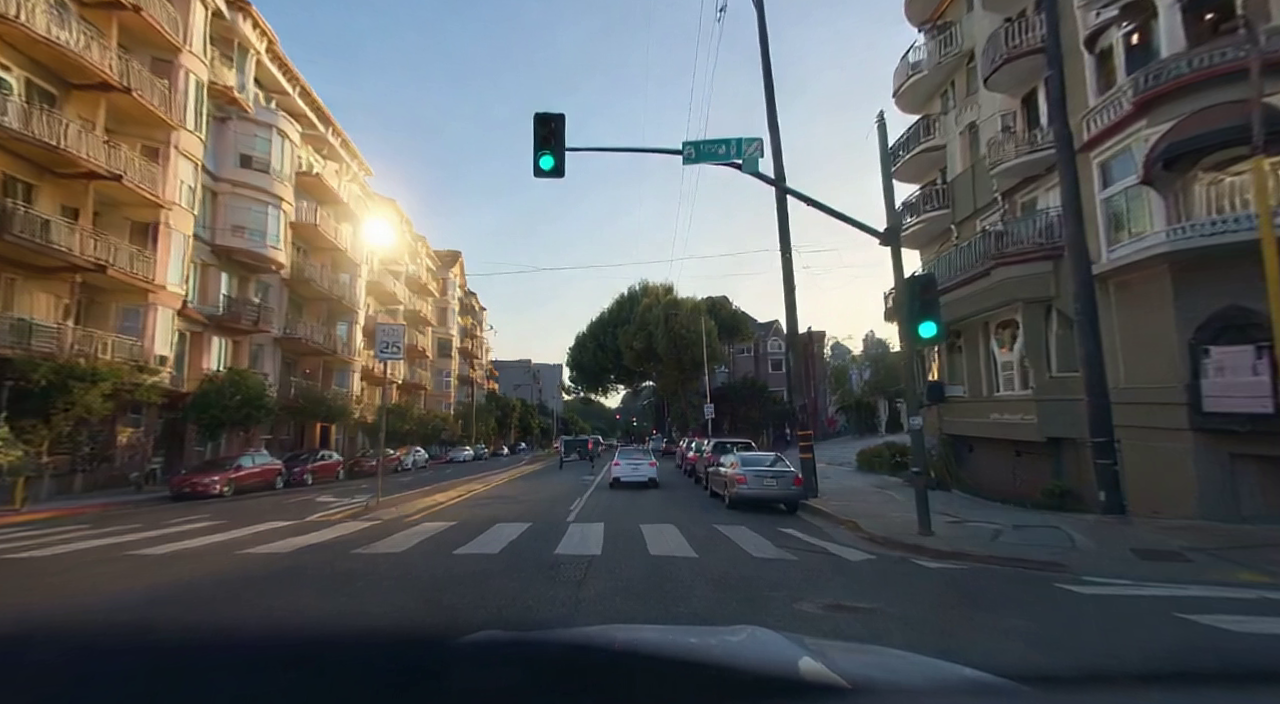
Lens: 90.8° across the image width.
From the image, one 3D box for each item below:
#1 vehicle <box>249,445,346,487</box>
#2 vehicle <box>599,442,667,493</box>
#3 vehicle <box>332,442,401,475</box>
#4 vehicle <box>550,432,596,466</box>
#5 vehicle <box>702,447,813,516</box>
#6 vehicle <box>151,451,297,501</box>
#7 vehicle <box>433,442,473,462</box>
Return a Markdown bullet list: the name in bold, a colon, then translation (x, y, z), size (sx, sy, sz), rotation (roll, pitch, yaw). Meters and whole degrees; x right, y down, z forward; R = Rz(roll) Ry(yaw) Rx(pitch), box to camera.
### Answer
- **vehicle**: translation (-14.155, 4.697, 26.444), size (1.805, 1.580, 4.477), rotation (0, -8, -4)
- **vehicle**: translation (-0.279, 3.723, 20.718), size (2.026, 1.496, 3.701), rotation (0, -8, -2)
- **vehicle**: translation (-14.404, 5.630, 33.547), size (1.887, 1.619, 4.208), rotation (0, -8, -2)
- **vehicle**: translation (-3.556, 5.290, 34.384), size (2.065, 1.705, 4.353), rotation (0, -8, 0)
- **vehicle**: translation (2.805, 3.190, 16.175), size (1.874, 1.468, 4.550), rotation (0, -8, -1)
- **vehicle**: translation (-13.915, 4.125, 21.523), size (1.863, 1.468, 4.565), rotation (0, -8, 0)
- **vehicle**: translation (-14.531, 7.802, 49.318), size (1.907, 1.480, 4.498), rotation (0, -8, -2)
